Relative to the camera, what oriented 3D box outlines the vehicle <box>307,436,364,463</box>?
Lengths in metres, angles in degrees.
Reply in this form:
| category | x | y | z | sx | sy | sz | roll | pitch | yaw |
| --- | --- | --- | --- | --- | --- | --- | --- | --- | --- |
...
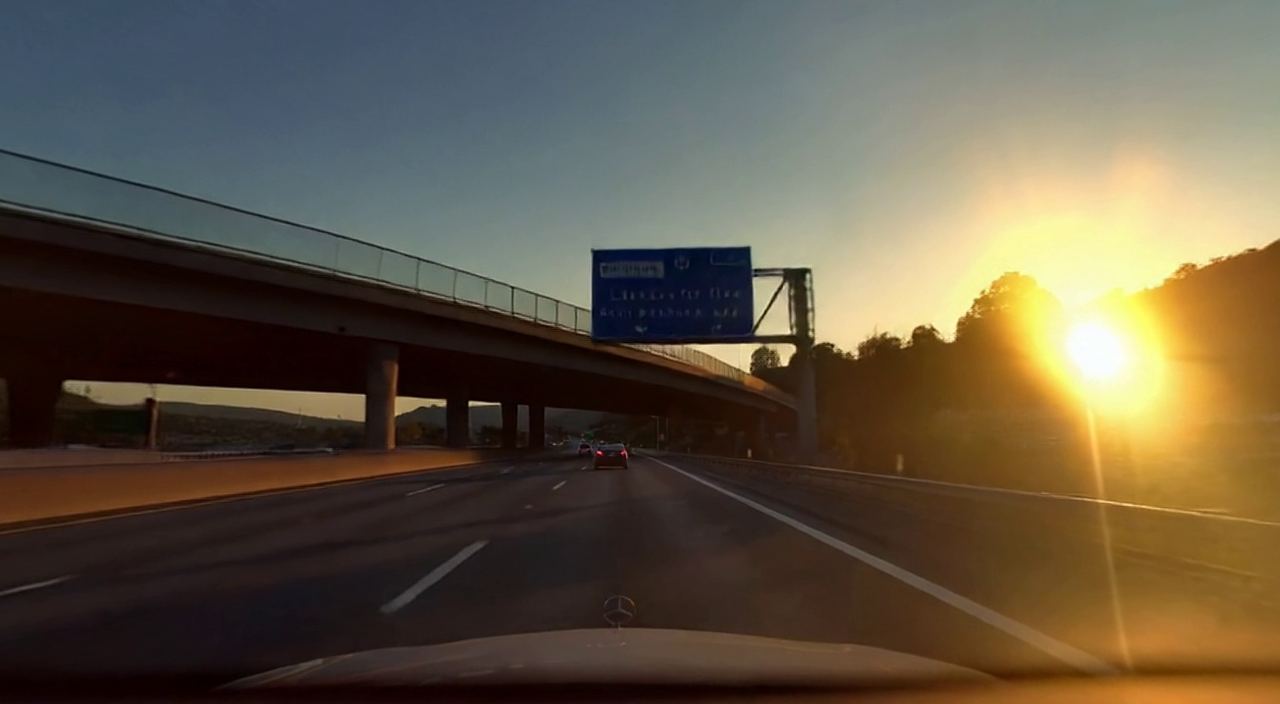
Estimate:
| category | x | y | z | sx | sy | sz | roll | pitch | yaw |
| --- | --- | --- | --- | --- | --- | --- | --- | --- | --- |
| vehicle | -19.418 | 6.245 | 40.204 | 1.950 | 1.575 | 4.284 | 1 | -9 | -7 |

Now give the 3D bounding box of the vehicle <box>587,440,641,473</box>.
| category | x | y | z | sx | sy | sz | roll | pitch | yaw |
| --- | --- | --- | --- | --- | --- | --- | --- | --- | --- |
| vehicle | -1.226 | 5.207 | 31.414 | 2.055 | 1.509 | 4.255 | -2 | -9 | 7 |
